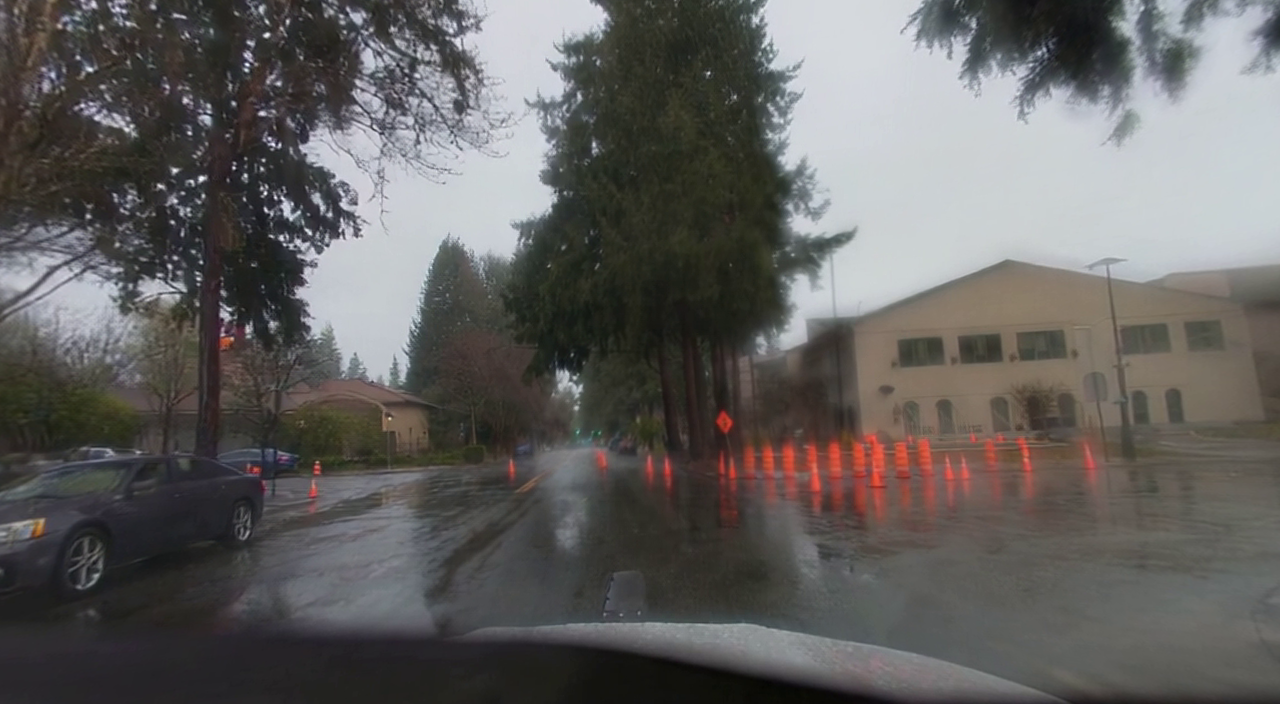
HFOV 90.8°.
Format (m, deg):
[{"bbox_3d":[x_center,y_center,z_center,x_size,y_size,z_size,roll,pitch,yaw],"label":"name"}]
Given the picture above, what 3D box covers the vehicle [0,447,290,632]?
[{"bbox_3d":[-7.596,2.007,7.556,2.961,1.701,7.563,1,-9,-4],"label":"vehicle"}]
